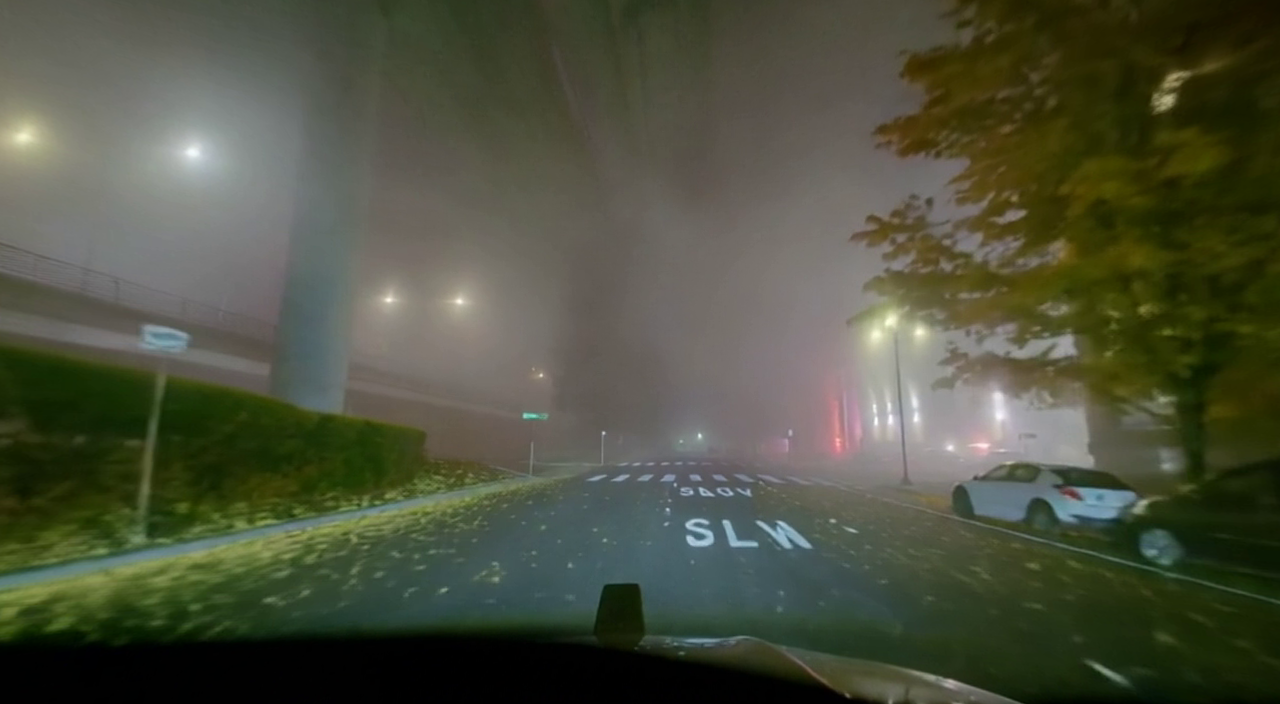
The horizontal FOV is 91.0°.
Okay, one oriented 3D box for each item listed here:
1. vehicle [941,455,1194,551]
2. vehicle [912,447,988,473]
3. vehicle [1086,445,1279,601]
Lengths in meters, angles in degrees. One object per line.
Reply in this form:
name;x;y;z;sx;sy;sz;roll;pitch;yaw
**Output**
vehicle;8.358;2.946;13.045;2.067;1.498;4.771;0;-9;3
vehicle;21.798;7.580;44.407;2.066;1.654;4.269;6;-10;-35
vehicle;7.929;1.982;7.655;1.954;1.657;4.522;0;-9;5
